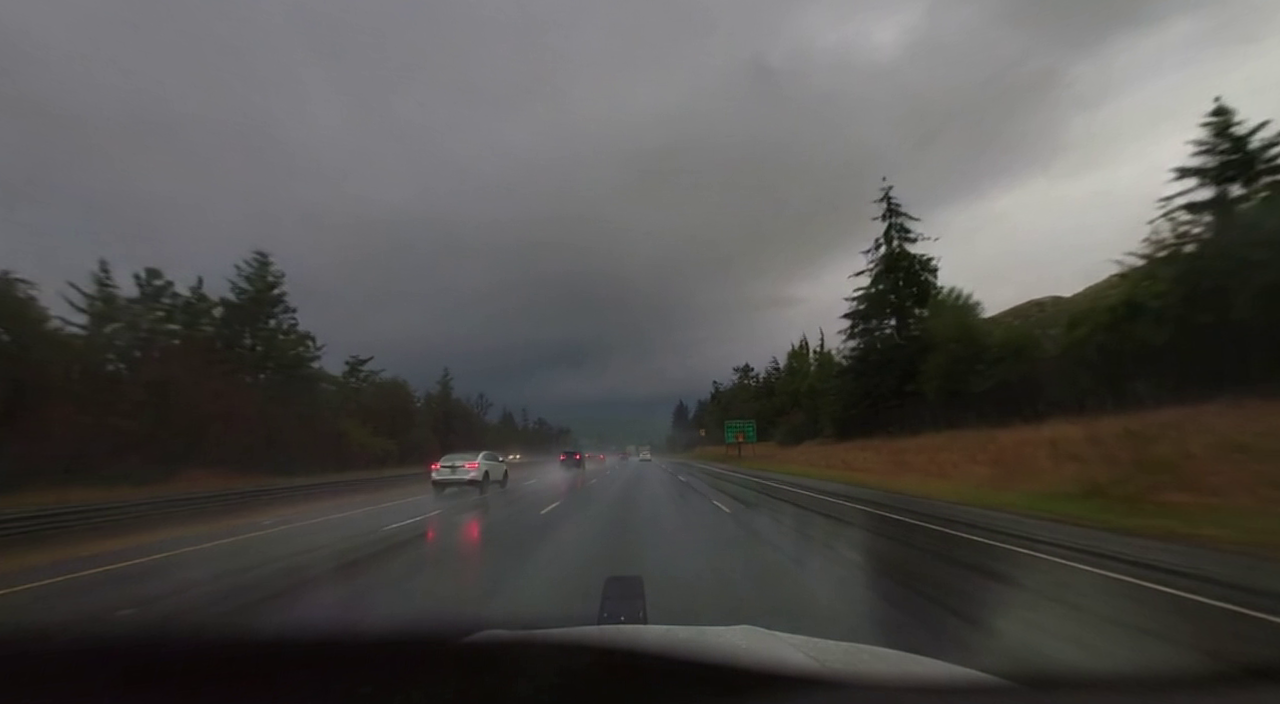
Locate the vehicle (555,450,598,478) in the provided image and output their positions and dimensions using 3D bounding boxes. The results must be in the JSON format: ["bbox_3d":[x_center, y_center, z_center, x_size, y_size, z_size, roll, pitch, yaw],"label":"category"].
[{"bbox_3d":[-3.562,6.346,35.940,2.005,1.474,3.921,0,-9,1],"label":"vehicle"}]

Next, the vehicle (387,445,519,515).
[{"bbox_3d":[-4.563,3.189,16.232,1.975,1.501,4.603,0,-9,0],"label":"vehicle"}]
